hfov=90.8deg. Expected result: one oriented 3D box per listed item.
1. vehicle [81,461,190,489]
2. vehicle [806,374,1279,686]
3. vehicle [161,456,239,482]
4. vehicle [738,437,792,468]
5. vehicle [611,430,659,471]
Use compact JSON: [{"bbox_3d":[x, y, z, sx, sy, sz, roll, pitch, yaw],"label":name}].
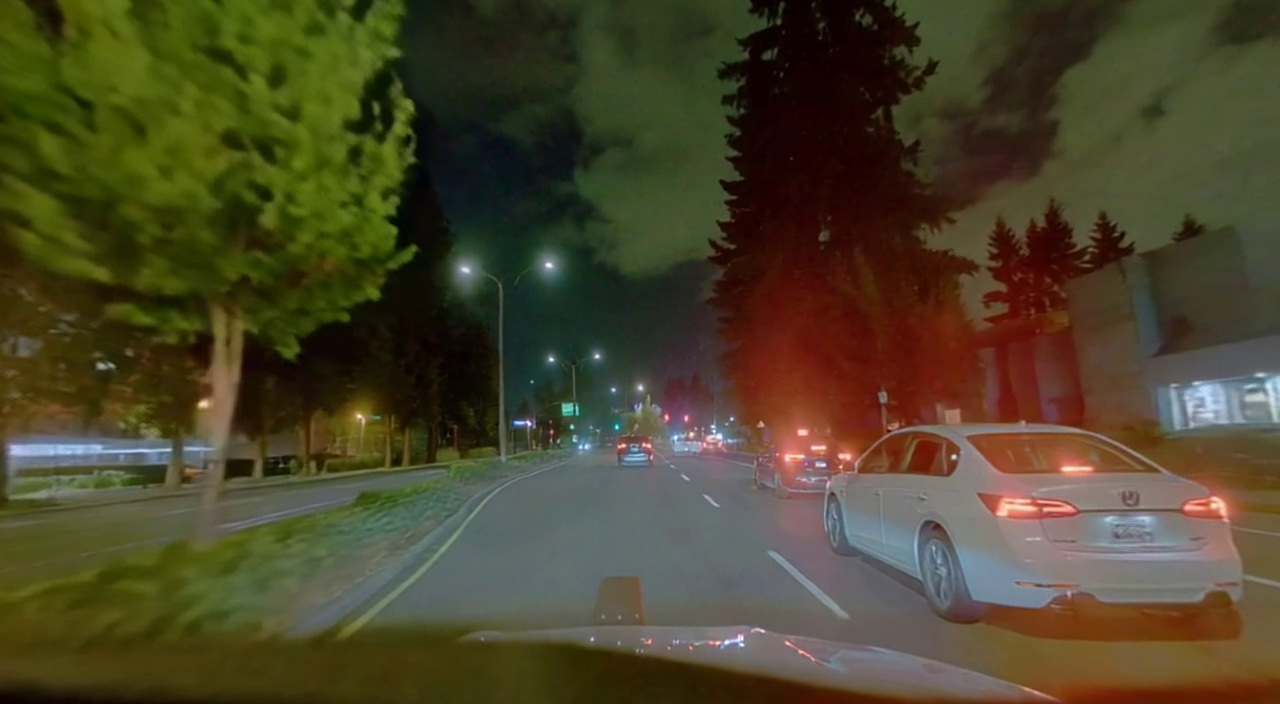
[{"bbox_3d":[-29.976,7.297,37.631,4.689,1.535,2.042,0,-8,-1],"label":"vehicle"},{"bbox_3d":[3.196,1.273,5.685,2.153,1.658,4.485,0,-8,0],"label":"vehicle"},{"bbox_3d":[-30.267,8.051,43.536,4.058,1.535,1.826,-2,-8,-1],"label":"vehicle"},{"bbox_3d":[6.306,5.111,32.290,1.883,1.452,4.258,0,-8,0],"label":"vehicle"},{"bbox_3d":[-0.217,4.692,30.127,2.106,1.798,4.168,0,-8,0],"label":"vehicle"}]
